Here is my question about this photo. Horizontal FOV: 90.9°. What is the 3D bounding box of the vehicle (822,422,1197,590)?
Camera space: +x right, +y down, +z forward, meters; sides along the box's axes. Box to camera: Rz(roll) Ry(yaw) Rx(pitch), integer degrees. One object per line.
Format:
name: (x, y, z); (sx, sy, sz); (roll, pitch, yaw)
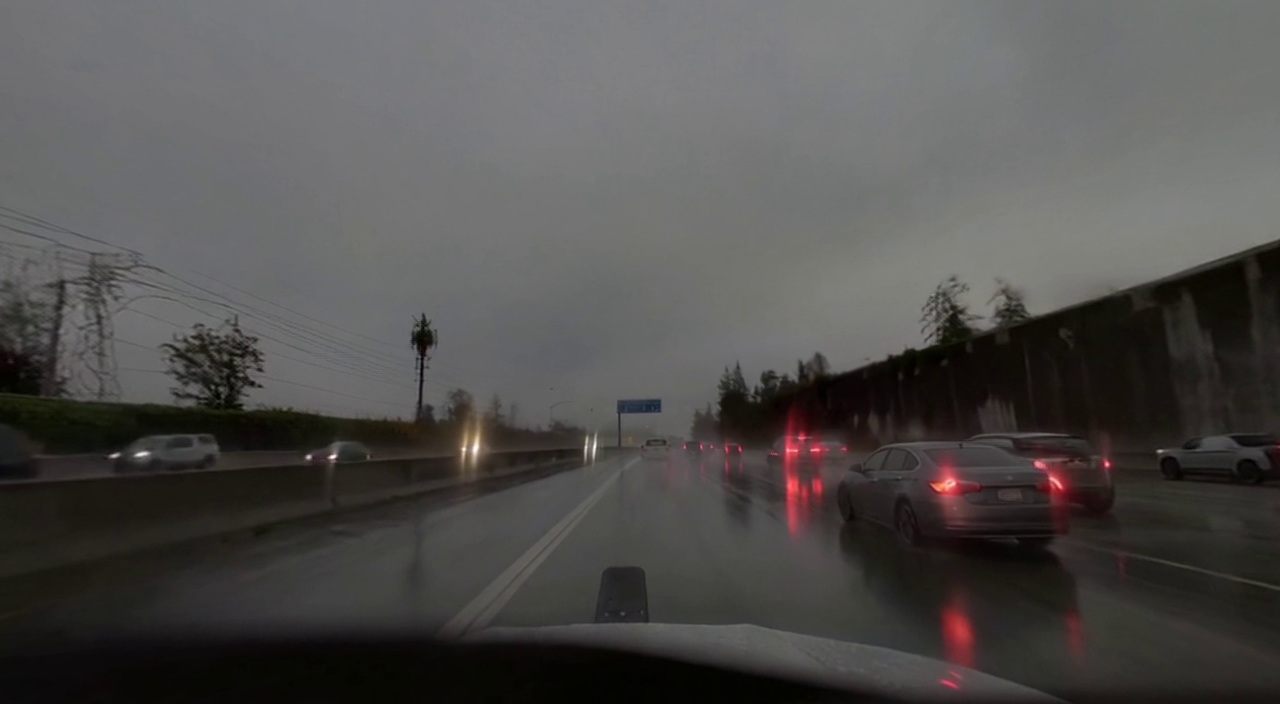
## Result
vehicle: (3.919, 1.690, 7.855); (1.986, 1.478, 4.429); (0, -8, 0)

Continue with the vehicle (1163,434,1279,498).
vehicle: (15.919, 2.804, 15.705); (1.841, 1.471, 4.606); (0, -8, 0)

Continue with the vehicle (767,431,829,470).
vehicle: (8.078, 5.089, 32.750); (2.041, 1.821, 4.562); (0, -8, 0)

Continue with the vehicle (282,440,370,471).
vehicle: (-16.407, 5.431, 33.258); (2.041, 1.480, 4.759); (0, -8, 2)

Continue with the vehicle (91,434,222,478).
vehicle: (-20.639, 4.450, 27.229); (1.911, 1.690, 4.620); (0, -8, 1)

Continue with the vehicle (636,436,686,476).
vehicle: (0.896, 4.529, 27.680); (2.042, 1.581, 3.769); (0, -8, 1)

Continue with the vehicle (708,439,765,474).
vehicle: (4.264, 4.694, 28.574); (1.936, 1.465, 4.060); (0, -8, 0)
